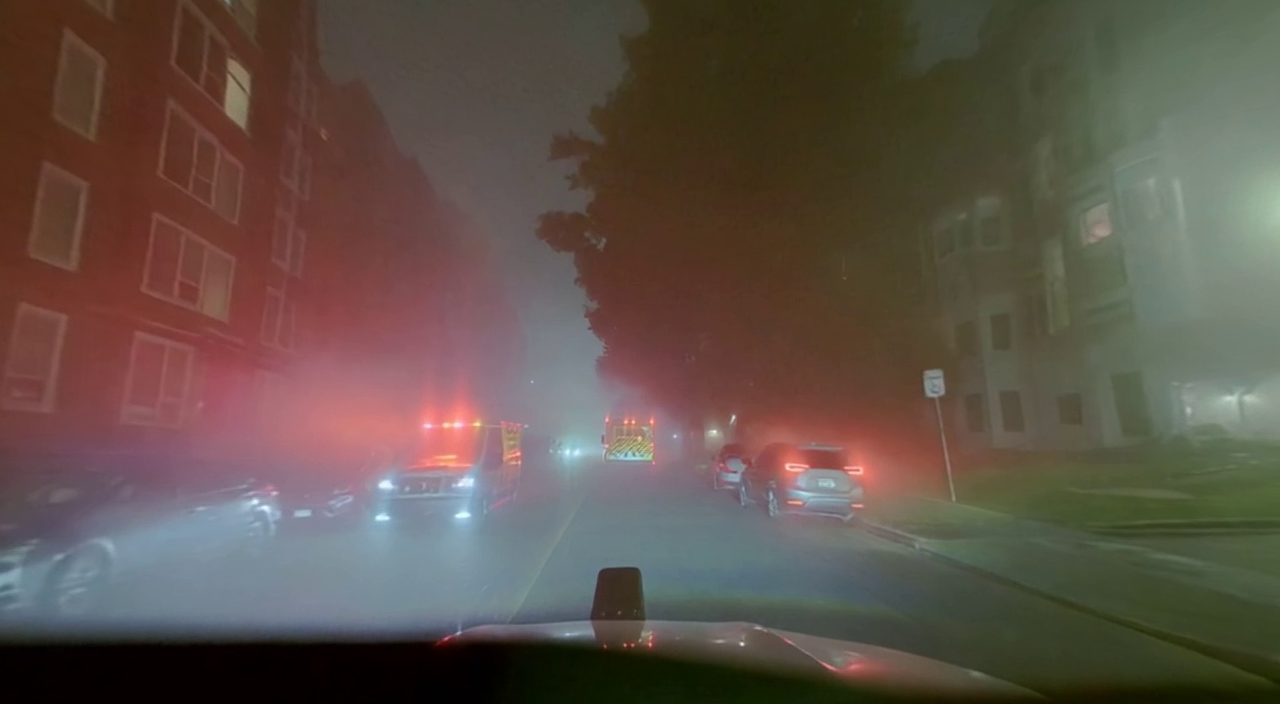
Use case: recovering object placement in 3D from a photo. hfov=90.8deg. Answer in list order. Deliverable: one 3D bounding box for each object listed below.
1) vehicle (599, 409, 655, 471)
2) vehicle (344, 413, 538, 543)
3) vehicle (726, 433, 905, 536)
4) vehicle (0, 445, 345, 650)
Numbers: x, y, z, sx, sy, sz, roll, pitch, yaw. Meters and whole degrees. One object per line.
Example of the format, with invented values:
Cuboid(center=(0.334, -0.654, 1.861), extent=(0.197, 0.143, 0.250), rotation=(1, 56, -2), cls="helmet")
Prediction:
Cuboid(center=(-0.792, 4.873, 34.810), extent=(2.754, 3.008, 7.730), rotation=(0, -8, -2), cls="vehicle")
Cuboid(center=(-3.121, 2.069, 10.991), extent=(2.029, 1.802, 4.229), rotation=(0, -8, -1), cls="vehicle")
Cuboid(center=(3.103, 2.428, 12.260), extent=(2.035, 1.549, 4.373), rotation=(3, -9, -3), cls="vehicle")
Cuboid(center=(-5.405, 1.773, 6.982), extent=(2.047, 1.471, 4.647), rotation=(0, -8, 0), cls="vehicle")
